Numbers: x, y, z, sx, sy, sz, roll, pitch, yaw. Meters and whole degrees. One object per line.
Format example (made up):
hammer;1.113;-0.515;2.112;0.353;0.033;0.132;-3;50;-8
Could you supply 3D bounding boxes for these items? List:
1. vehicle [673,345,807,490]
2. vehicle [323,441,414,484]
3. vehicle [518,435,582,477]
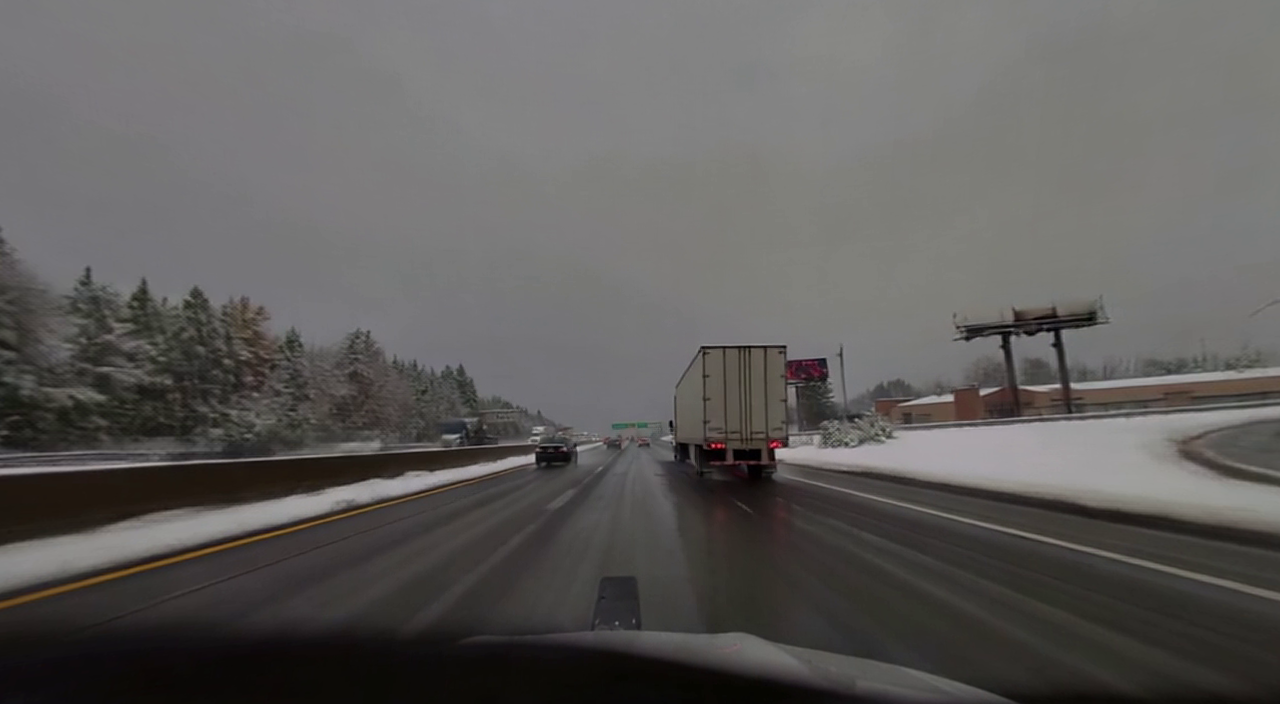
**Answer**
vehicle;2.924;2.464;22.275;2.871;3.815;11.331;0;-8;0
vehicle;-11.685;4.732;27.495;1.950;1.675;4.630;0;-8;-1
vehicle;-3.395;3.970;24.441;1.930;1.484;3.849;0;-8;0
